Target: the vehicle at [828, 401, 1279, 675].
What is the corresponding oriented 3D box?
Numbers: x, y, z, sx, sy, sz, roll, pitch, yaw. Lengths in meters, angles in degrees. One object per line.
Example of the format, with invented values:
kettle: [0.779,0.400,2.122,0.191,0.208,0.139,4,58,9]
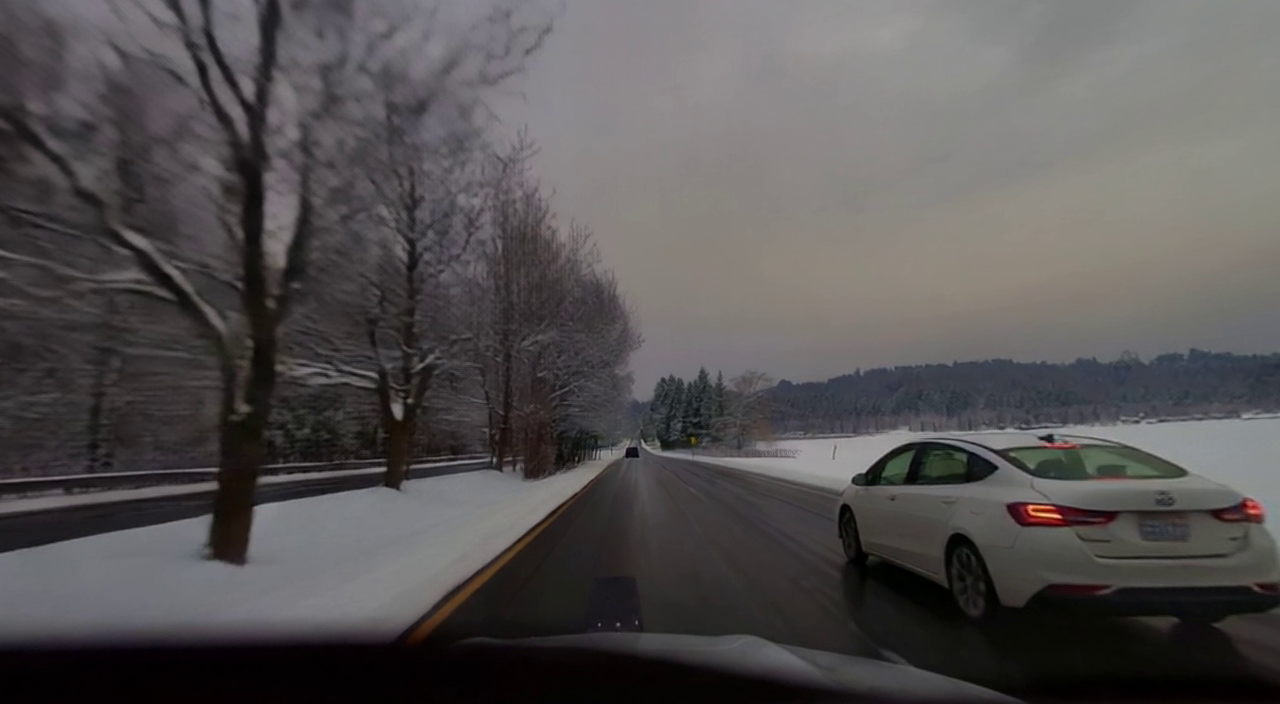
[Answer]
vehicle: [3.537,1.432,6.057,2.060,1.584,4.592,0,-9,0]
